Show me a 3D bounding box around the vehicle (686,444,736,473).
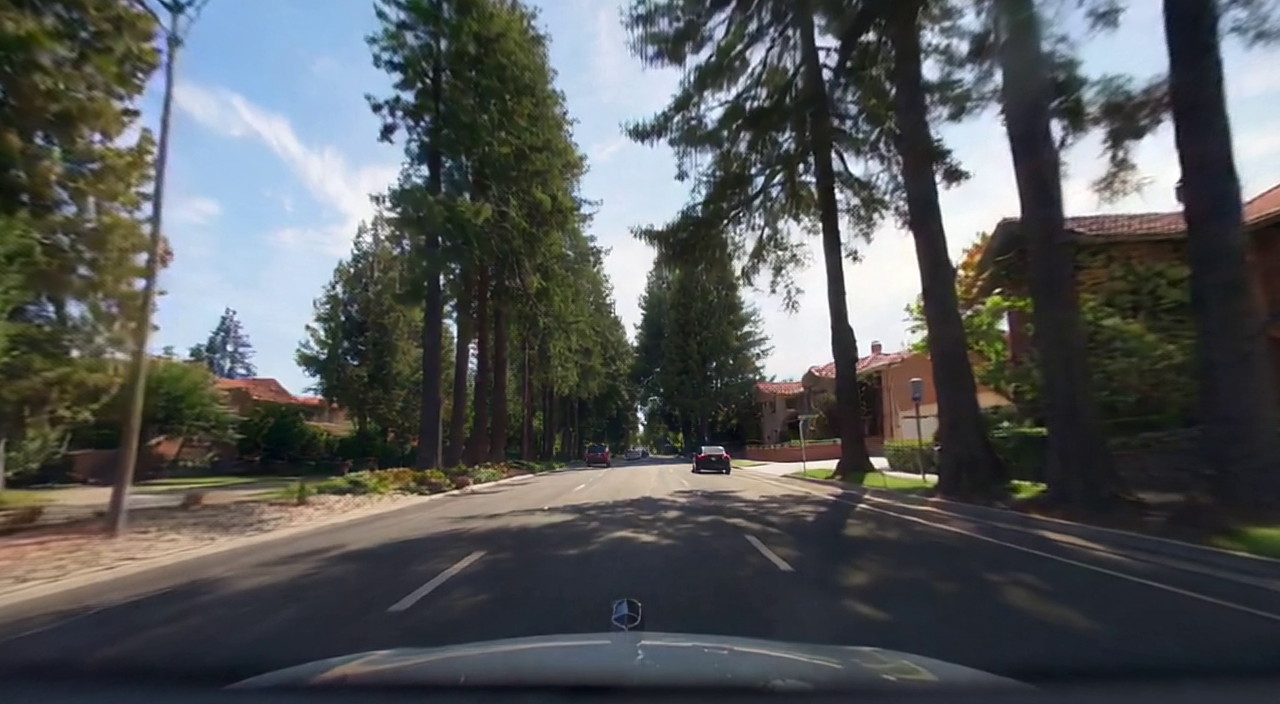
[{"bbox_3d":[3.986,6.056,36.132,2.237,1.578,4.621,0,-8,-1],"label":"vehicle"}]
